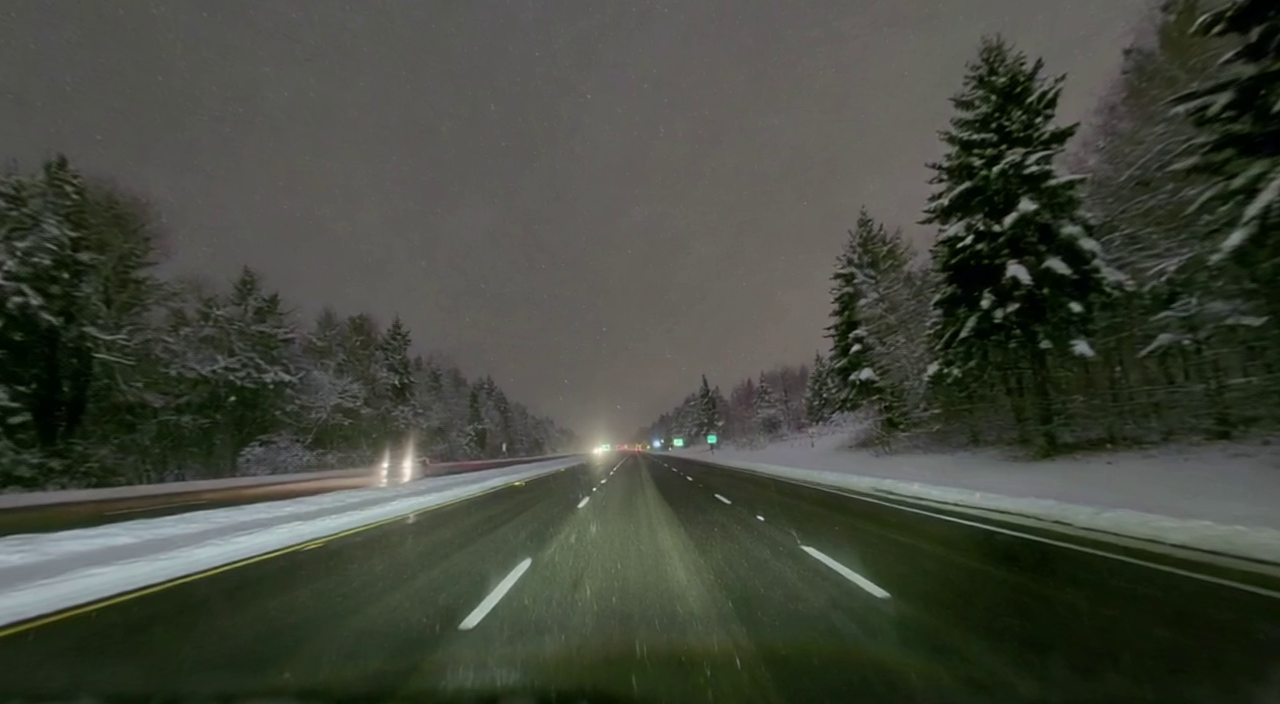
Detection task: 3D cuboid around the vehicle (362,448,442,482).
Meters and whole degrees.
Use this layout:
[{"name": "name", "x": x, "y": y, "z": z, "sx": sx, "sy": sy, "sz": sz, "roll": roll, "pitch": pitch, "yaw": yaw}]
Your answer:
[{"name": "vehicle", "x": -11.295, "y": 5.384, "z": 30.399, "sx": 2.087, "sy": 1.455, "sz": 4.585, "roll": 0, "pitch": -9, "yaw": 0}]
